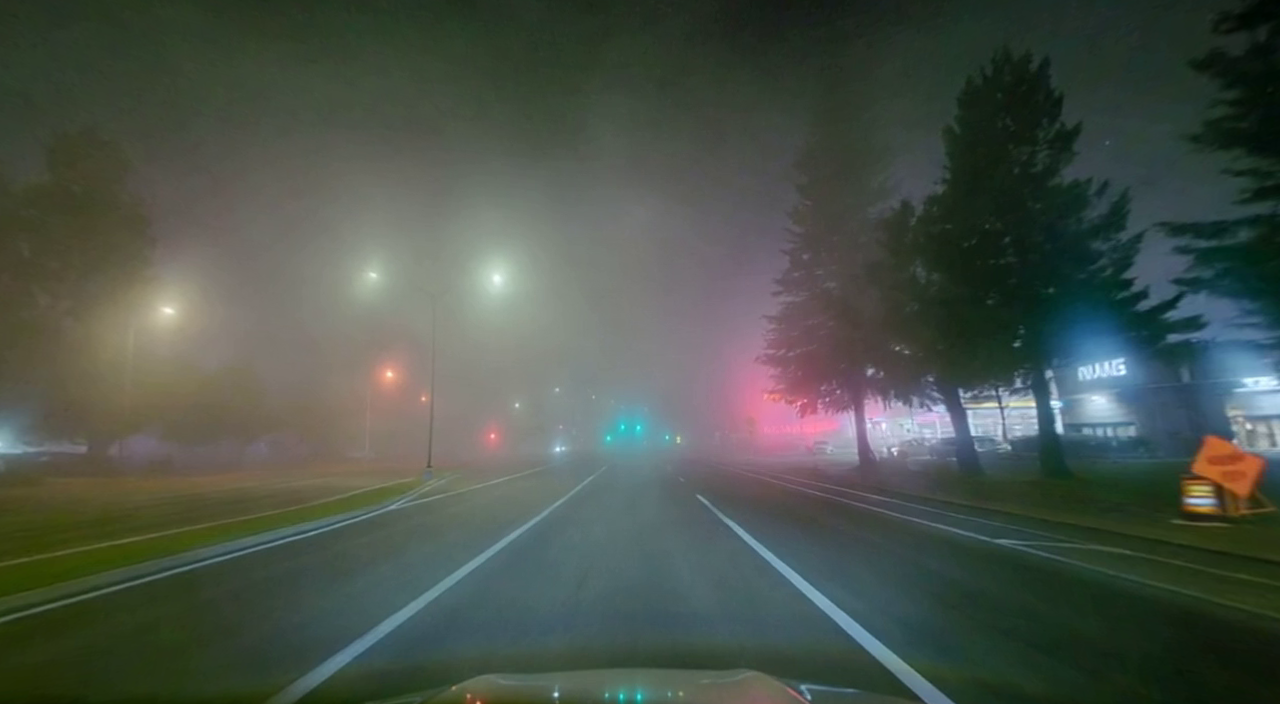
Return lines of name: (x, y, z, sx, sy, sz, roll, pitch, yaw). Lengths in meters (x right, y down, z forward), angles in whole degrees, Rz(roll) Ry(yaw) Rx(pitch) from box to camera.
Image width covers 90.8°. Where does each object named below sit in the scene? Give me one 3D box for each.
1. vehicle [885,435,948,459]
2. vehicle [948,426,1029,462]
vehicle: (17.852, 6.144, 41.018, 1.912, 1.452, 4.796, 0, -8, 0)
vehicle: (22.902, 6.016, 41.821, 2.094, 1.937, 5.262, -3, -6, -3)
